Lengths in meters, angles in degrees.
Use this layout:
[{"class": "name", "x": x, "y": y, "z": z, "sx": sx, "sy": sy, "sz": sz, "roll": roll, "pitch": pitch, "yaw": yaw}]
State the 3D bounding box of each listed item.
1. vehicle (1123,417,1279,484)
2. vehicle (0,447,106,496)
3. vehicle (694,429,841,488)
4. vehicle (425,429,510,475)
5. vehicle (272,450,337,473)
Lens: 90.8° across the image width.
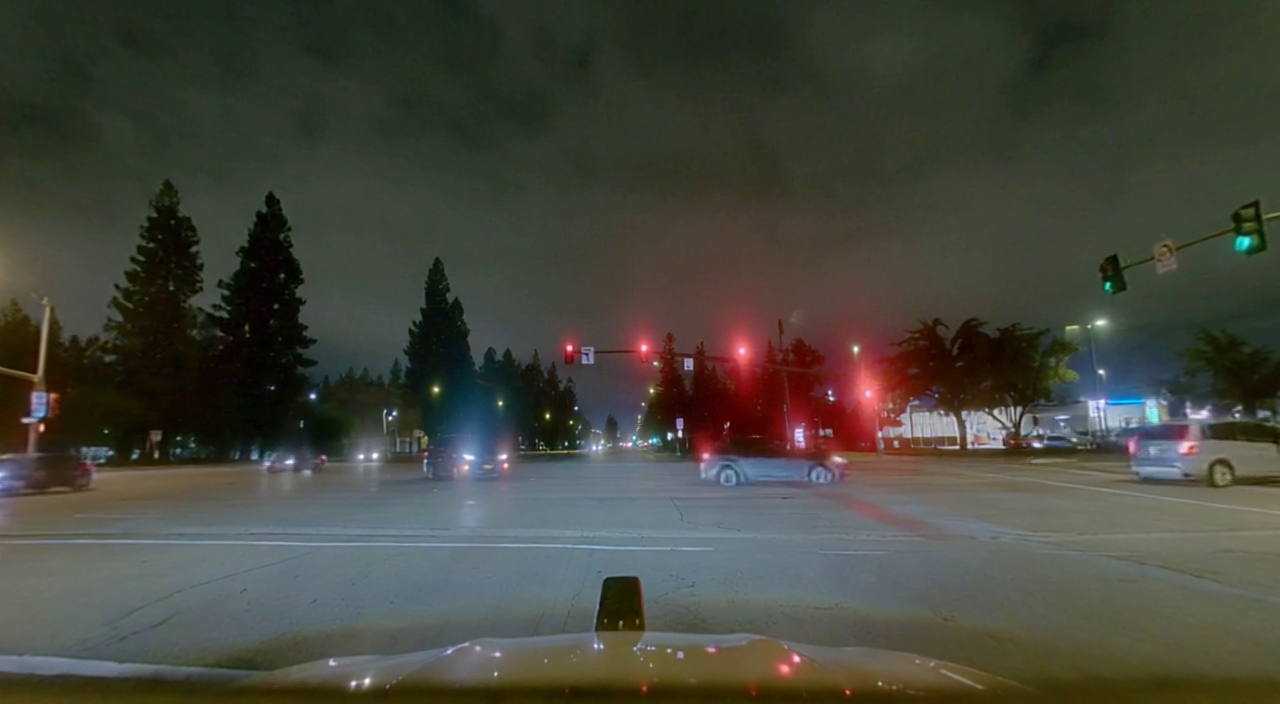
[{"class": "vehicle", "x": 17.662, "y": 2.931, "z": 18.874, "sx": 4.767, "sy": 1.877, "sz": 2.017, "roll": 0, "pitch": -9, "yaw": -3}, {"class": "vehicle", "x": -22.889, "y": 4.383, "z": 23.589, "sx": 1.938, "sy": 1.676, "sz": 4.483, "roll": 0, "pitch": -9, "yaw": 0}, {"class": "vehicle", "x": 3.992, "y": 3.286, "z": 19.710, "sx": 4.180, "sy": 1.678, "sz": 1.982, "roll": -3, "pitch": -9, "yaw": 20}, {"class": "vehicle", "x": -8.283, "y": 4.707, "z": 29.960, "sx": 2.223, "sy": 1.972, "sz": 5.310, "roll": 6, "pitch": -10, "yaw": -33}, {"class": "vehicle", "x": -23.103, "y": 7.516, "z": 43.695, "sx": 1.909, "sy": 1.473, "sz": 4.571, "roll": 0, "pitch": -9, "yaw": 1}]
